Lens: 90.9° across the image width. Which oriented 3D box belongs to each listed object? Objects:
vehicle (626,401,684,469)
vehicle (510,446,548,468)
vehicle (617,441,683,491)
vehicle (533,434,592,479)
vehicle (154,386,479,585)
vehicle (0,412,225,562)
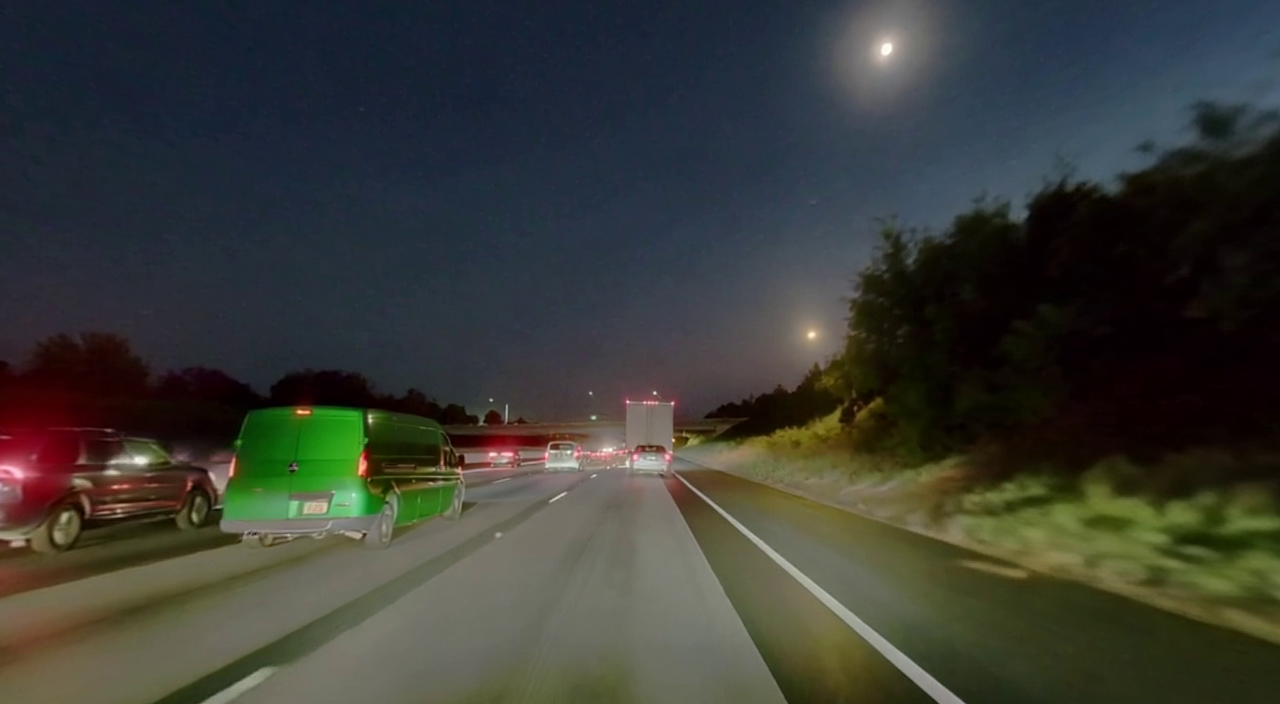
[{"bbox_3d":[0.649,6.176,45.324,3.289,3.822,18.653,0,-9,-1],"label":"vehicle"},{"bbox_3d":[-7.789,7.398,44.522,1.886,1.414,4.028,0,-9,1],"label":"vehicle"},{"bbox_3d":[0.302,3.728,20.900,1.991,1.507,3.391,0,-9,0],"label":"vehicle"},{"bbox_3d":[-3.411,4.699,28.541,2.068,1.862,4.234,0,-9,1],"label":"vehicle"},{"bbox_3d":[-3.587,1.571,8.037,1.951,1.882,3.979,0,-9,0],"label":"vehicle"},{"bbox_3d":[-8.268,1.770,8.708,2.093,1.675,4.233,0,-9,1],"label":"vehicle"}]
